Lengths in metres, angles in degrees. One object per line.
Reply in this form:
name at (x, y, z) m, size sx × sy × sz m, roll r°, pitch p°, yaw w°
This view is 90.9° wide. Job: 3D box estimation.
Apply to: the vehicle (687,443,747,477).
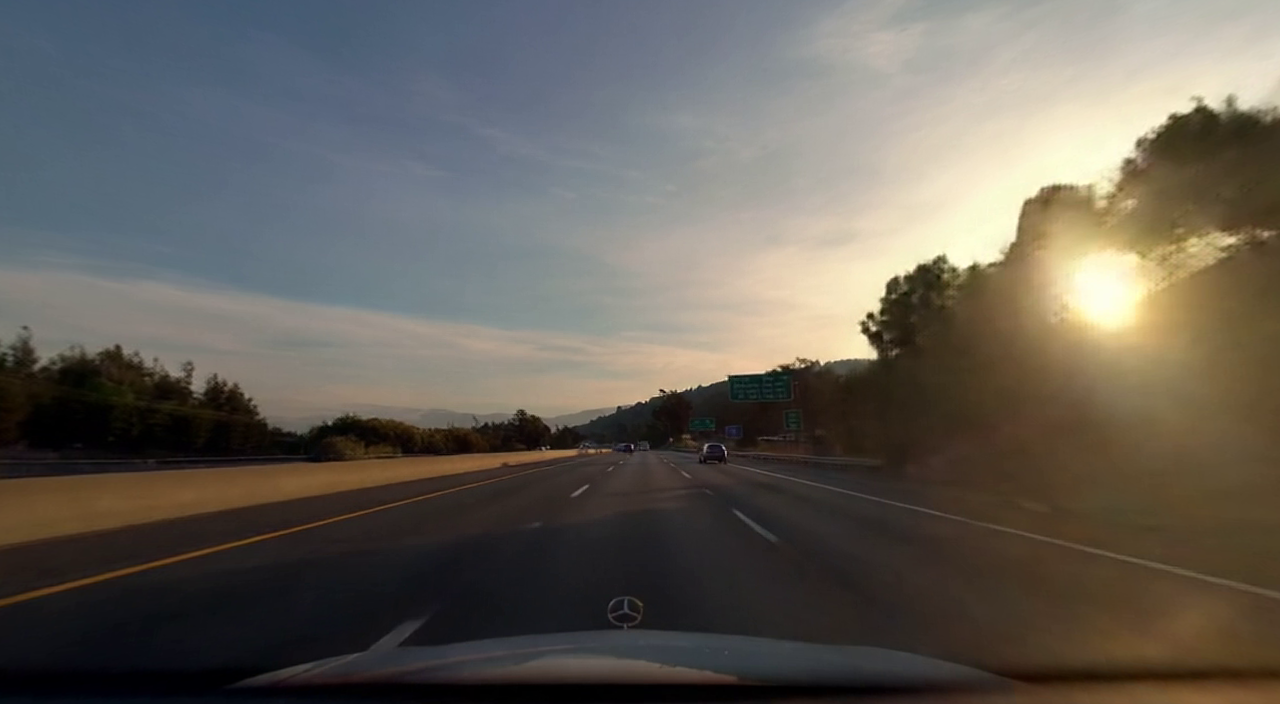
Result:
vehicle at (3.563, 5.057, 29.969) m, size 2.193 × 1.462 × 4.533 m, roll 0°, pitch -8°, yaw -1°
